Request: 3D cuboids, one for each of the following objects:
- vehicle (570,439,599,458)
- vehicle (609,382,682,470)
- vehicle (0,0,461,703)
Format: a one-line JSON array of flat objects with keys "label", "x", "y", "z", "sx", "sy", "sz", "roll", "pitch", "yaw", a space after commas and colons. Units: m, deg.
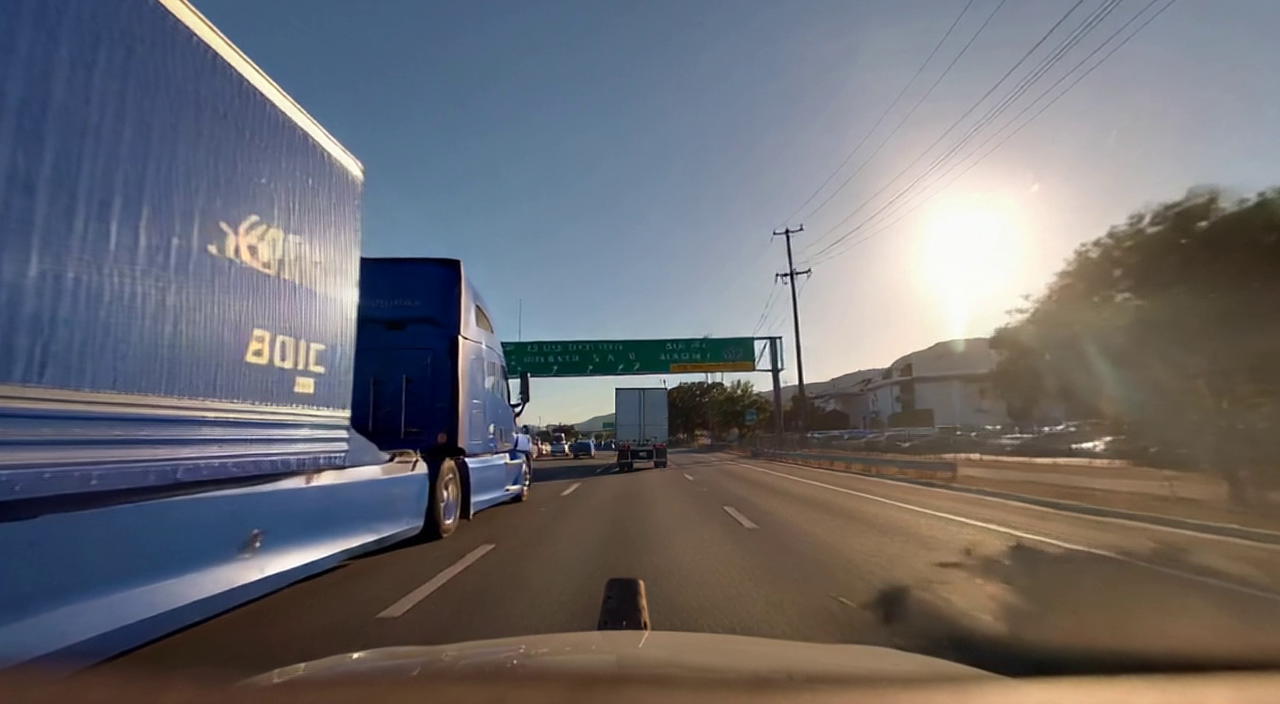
[{"label": "vehicle", "x": -4.316, "y": 7.617, "z": 49.815, "sx": 1.933, "sy": 1.459, "sz": 4.478, "roll": 0, "pitch": -9, "yaw": 0}, {"label": "vehicle", "x": 0.229, "y": 3.750, "z": 30.657, "sx": 2.941, "sy": 3.604, "sz": 9.851, "roll": 0, "pitch": -9, "yaw": 0}, {"label": "vehicle", "x": -3.932, "y": -0.485, "z": 0.773, "sx": 2.875, "sy": 4.083, "sz": 15.756, "roll": 0, "pitch": -9, "yaw": 0}]
